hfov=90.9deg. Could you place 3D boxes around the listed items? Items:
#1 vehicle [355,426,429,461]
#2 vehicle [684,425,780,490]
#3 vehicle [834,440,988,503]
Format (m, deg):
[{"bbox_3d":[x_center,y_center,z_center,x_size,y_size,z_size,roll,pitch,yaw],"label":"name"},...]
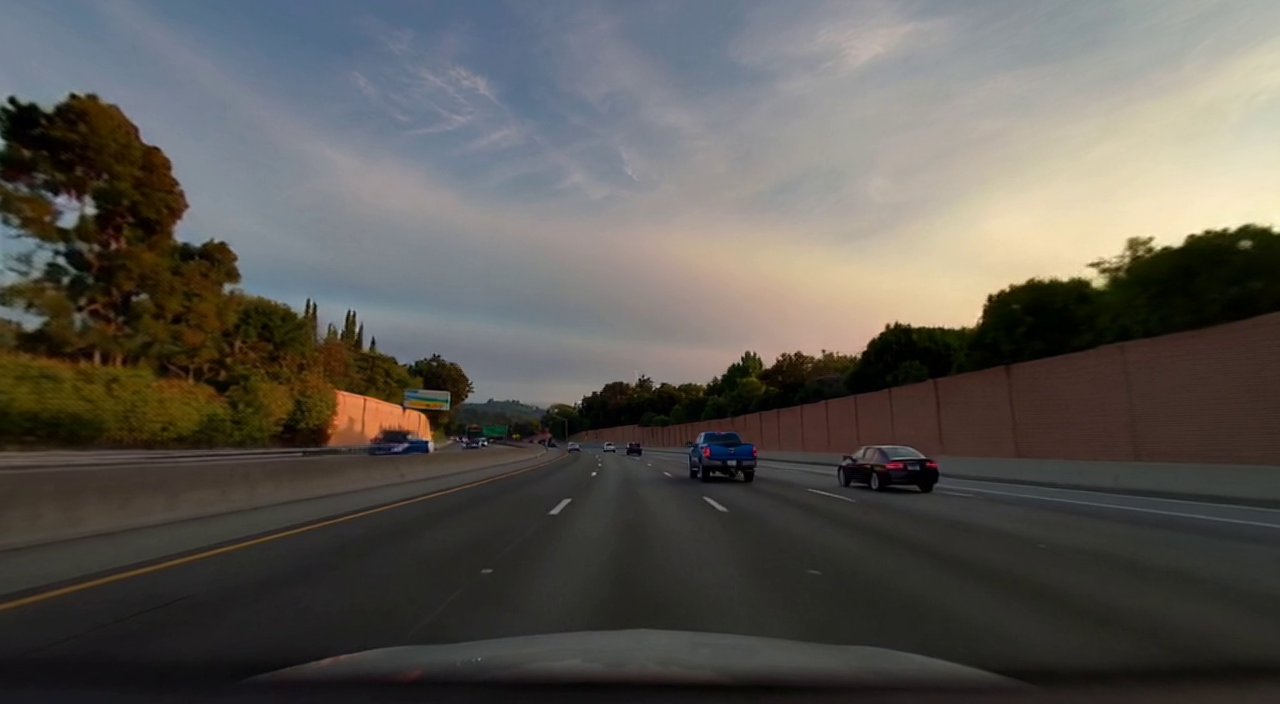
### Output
[{"bbox_3d":[-14.825,5.520,38.121,2.324,1.948,5.784,0,-8,-2],"label":"vehicle"},{"bbox_3d":[3.028,3.657,22.230,2.374,1.952,5.431,0,-8,-2],"label":"vehicle"},{"bbox_3d":[7.262,3.225,17.610,1.976,1.485,4.925,0,-8,-2],"label":"vehicle"}]
